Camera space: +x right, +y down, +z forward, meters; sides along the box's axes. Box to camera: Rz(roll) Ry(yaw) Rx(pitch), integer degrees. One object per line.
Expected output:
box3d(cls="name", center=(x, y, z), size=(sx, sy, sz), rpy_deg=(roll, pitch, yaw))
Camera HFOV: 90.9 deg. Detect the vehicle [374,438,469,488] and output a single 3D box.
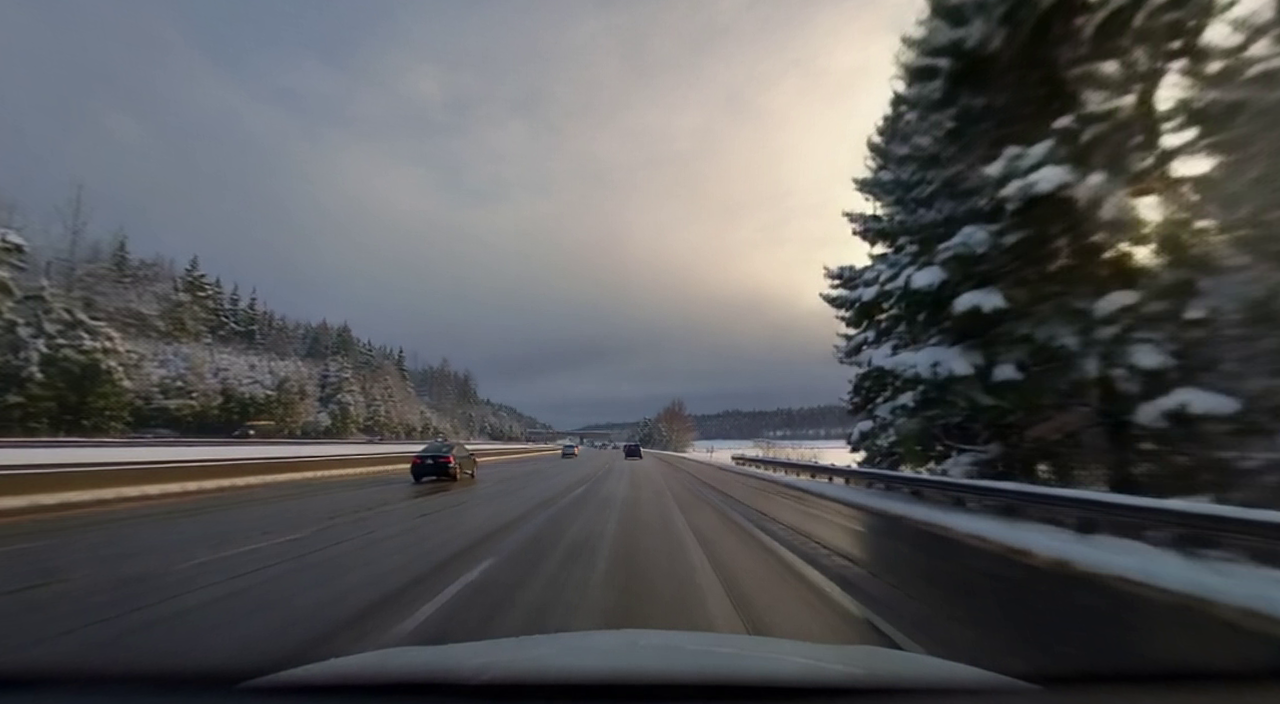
box3d(cls="vehicle", center=(-7.567, 3.853, 22.264), size=(1.972, 1.603, 3.891), rpy_deg=(0, -8, 0))
